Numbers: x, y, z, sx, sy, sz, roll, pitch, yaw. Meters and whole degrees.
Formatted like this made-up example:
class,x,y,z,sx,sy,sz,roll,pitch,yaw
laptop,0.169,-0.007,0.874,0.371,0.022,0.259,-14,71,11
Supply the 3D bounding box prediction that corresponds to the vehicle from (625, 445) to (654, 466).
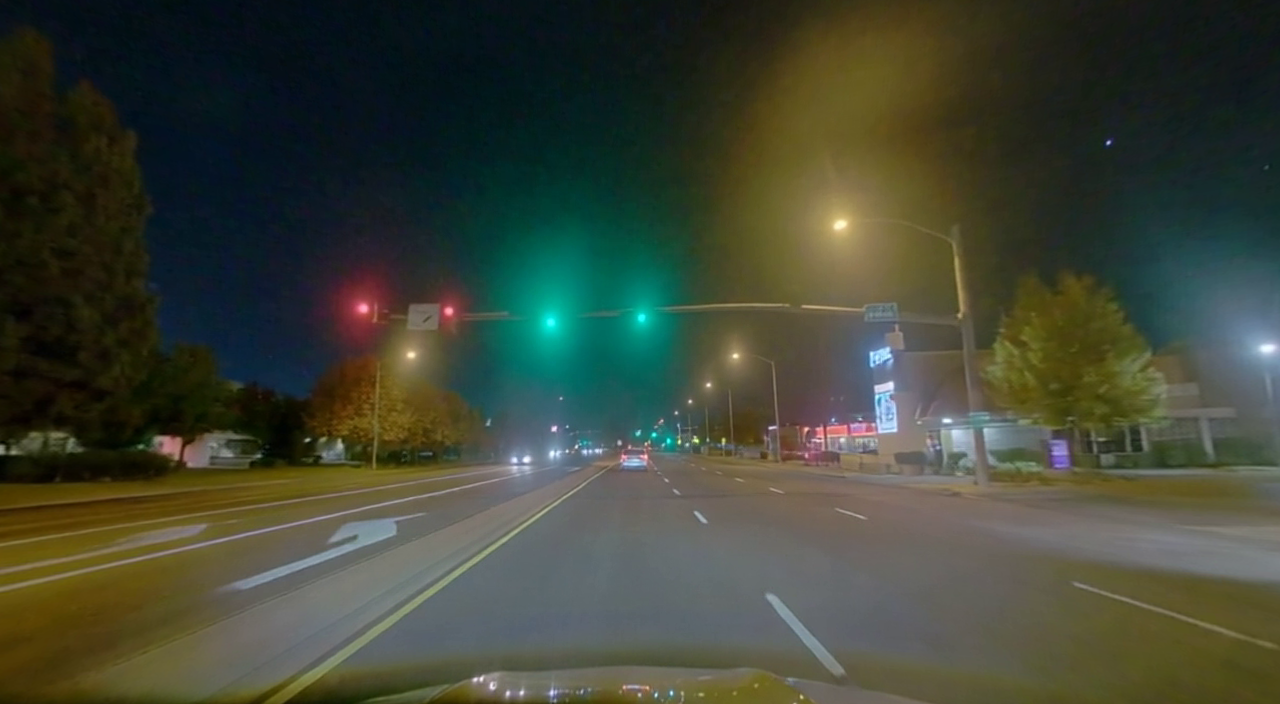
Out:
class,x,y,z,sx,sy,sz,roll,pitch,yaw
vehicle,-0.043,7.552,46.233,2.027,1.494,3.942,0,-8,-1
